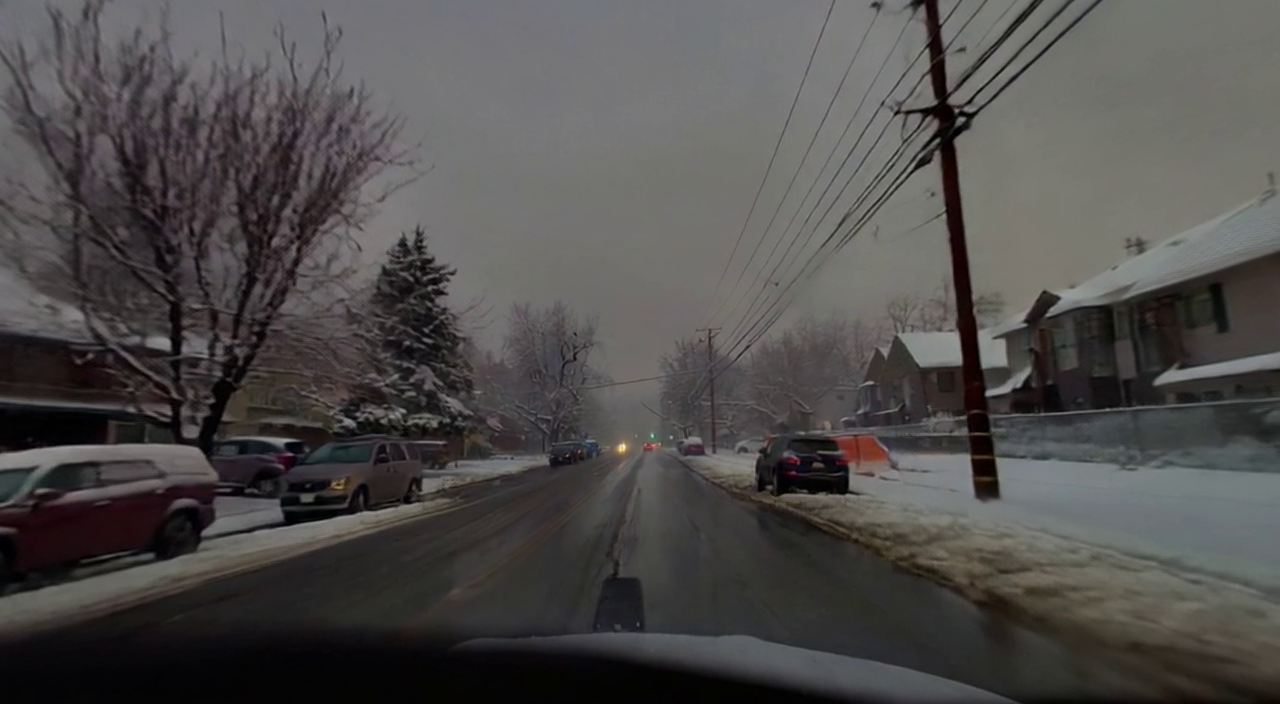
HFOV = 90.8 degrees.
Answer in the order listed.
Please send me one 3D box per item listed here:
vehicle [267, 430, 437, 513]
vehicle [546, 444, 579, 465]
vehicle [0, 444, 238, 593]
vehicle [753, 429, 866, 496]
[{"bbox_3d":[-7.166,3.009,16.407,2.055,1.806,4.540,-1,-8,4],"label":"vehicle"},{"bbox_3d":[-5.964,7.993,49.310,1.771,1.512,4.281,-1,-9,4],"label":"vehicle"},{"bbox_3d":[-7.514,1.957,7.939,2.041,1.480,4.474,-2,-9,-1],"label":"vehicle"},{"bbox_3d":[4.437,2.966,17.284,1.902,1.542,4.099,-2,-8,0],"label":"vehicle"}]
